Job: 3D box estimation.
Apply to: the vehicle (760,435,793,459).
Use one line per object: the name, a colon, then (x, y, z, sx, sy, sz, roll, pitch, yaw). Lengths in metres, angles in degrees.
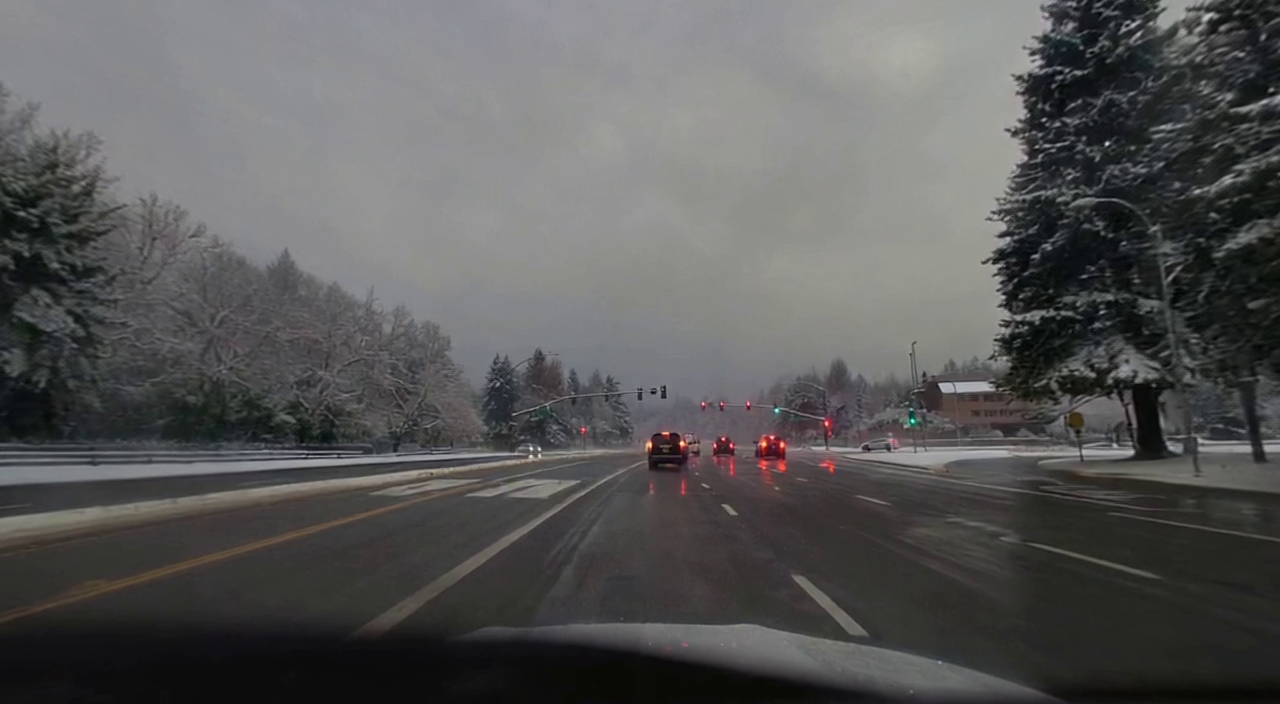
vehicle: (10.675, 7.523, 49.833, 2.074, 1.791, 4.393, -1, -9, 6)

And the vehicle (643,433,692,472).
vehicle: (1.454, 5.045, 31.866, 2.211, 1.795, 4.179, -1, -9, 5)

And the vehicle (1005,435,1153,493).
vehicle: (13.826, 3.537, 20.316, 2.118, 1.606, 4.640, -2, -9, 11)
